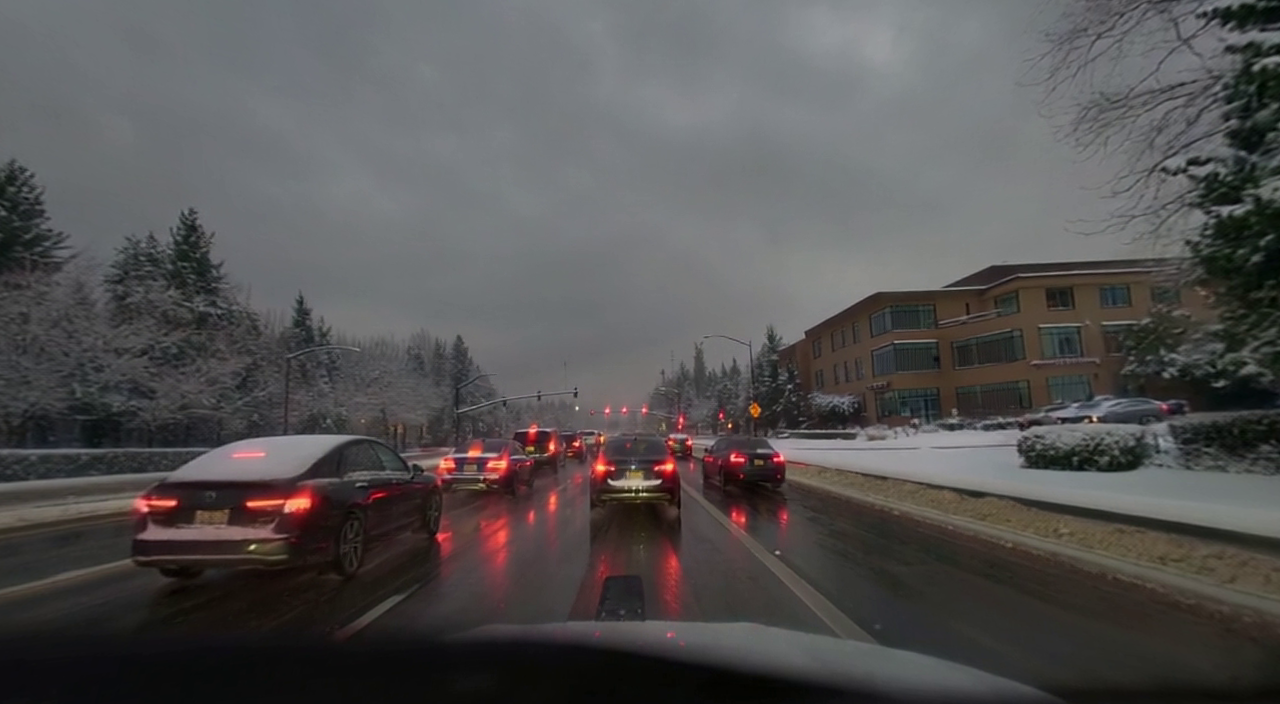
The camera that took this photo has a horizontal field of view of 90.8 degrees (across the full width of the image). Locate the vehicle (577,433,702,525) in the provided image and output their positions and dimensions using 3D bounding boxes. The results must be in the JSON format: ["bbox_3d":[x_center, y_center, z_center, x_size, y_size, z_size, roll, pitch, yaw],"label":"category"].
[{"bbox_3d":[-0.086,2.352,12.283,2.007,1.467,4.059,0,-8,-2],"label":"vehicle"}]

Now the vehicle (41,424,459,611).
[{"bbox_3d":[-3.749,1.646,7.278,2.052,1.475,4.341,0,-8,0],"label":"vehicle"}]

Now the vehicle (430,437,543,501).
[{"bbox_3d":[-3.883,3.031,16.813,1.985,1.467,4.224,0,-8,0],"label":"vehicle"}]

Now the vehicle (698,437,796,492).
[{"bbox_3d":[3.054,3.315,19.047,1.978,1.452,4.381,0,-8,-3],"label":"vehicle"}]
